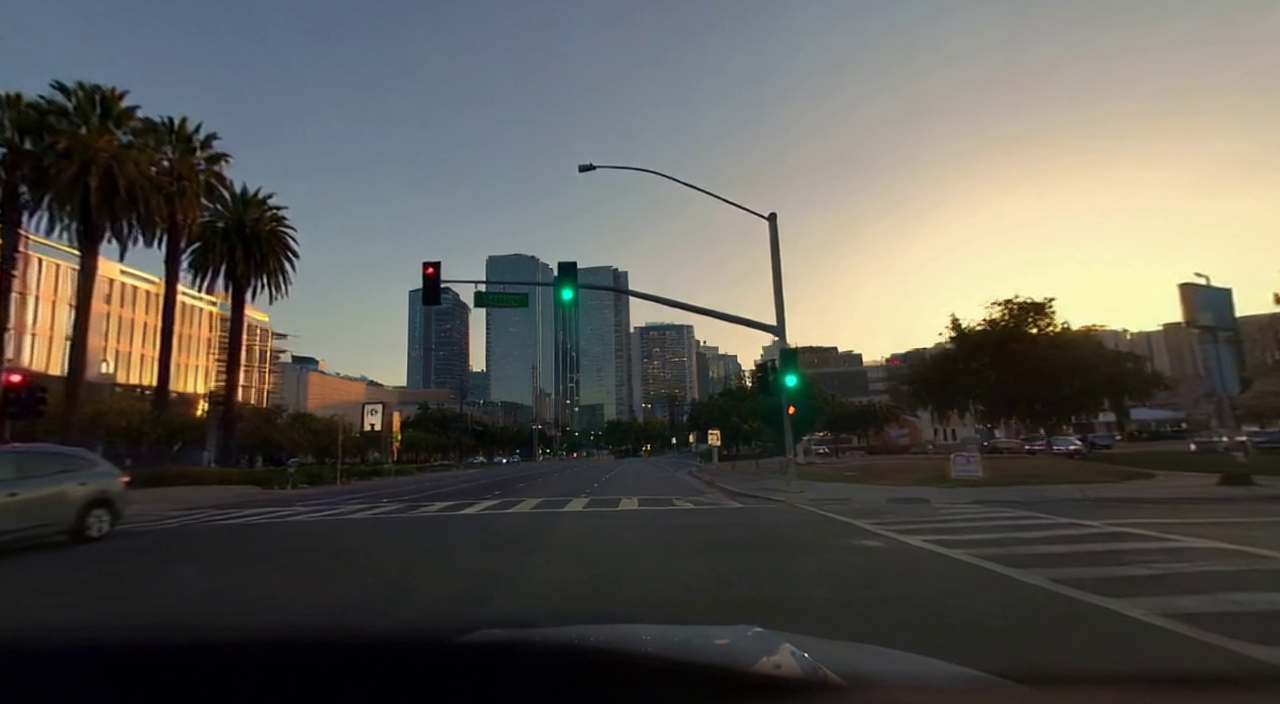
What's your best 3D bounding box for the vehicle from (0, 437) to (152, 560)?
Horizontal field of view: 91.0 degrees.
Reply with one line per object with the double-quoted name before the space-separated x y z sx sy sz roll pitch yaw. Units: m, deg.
"vehicle" -10.734 2.254 9.819 2.270 1.833 4.860 0 -9 0
